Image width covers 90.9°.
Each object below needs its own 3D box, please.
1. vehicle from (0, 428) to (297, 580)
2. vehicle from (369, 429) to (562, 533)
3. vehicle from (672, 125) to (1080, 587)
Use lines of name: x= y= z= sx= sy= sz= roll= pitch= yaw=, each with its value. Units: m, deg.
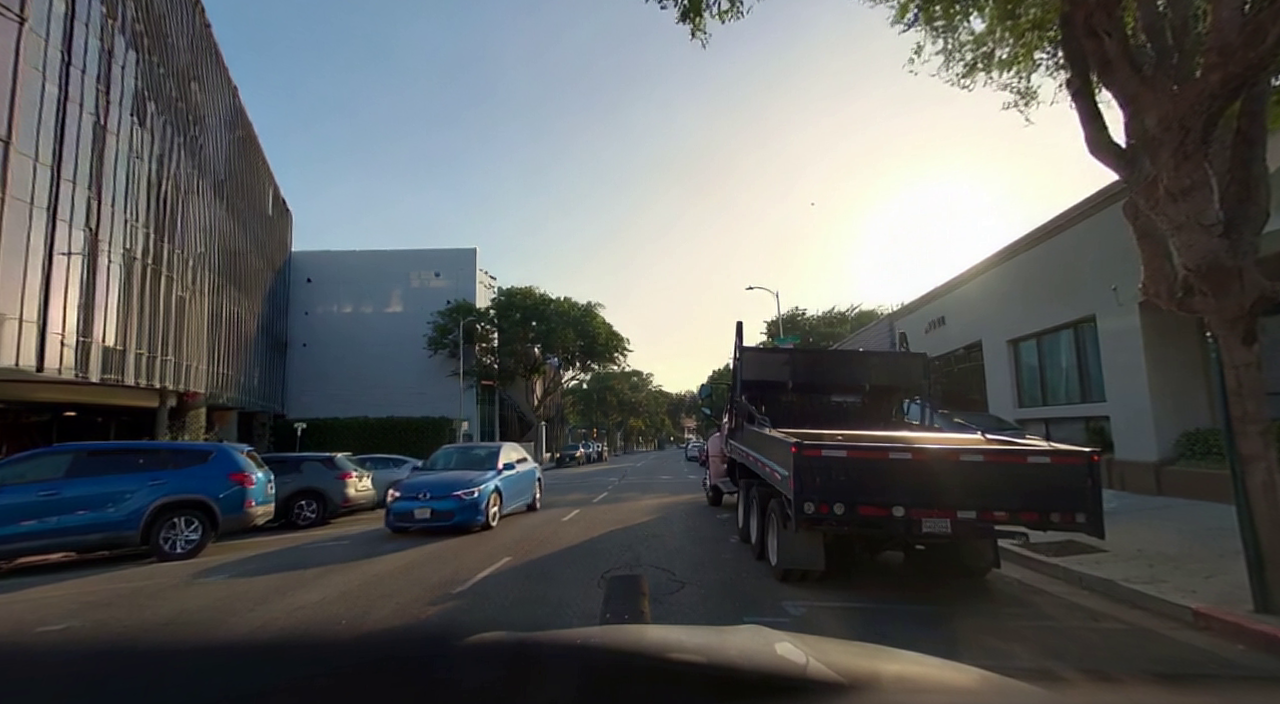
vehicle: x=-8.150 y=2.092 z=9.225 sx=5.022 sy=1.872 sz=2.137 roll=7 pitch=-11 yaw=-41
vehicle: x=-3.086 y=2.396 z=12.400 sx=2.311 sy=1.631 sz=4.510 roll=0 pitch=-8 yaw=3
vehicle: x=2.518 y=0.780 z=11.294 sx=3.320 sy=4.034 sz=11.553 roll=-1 pitch=-8 yaw=6
